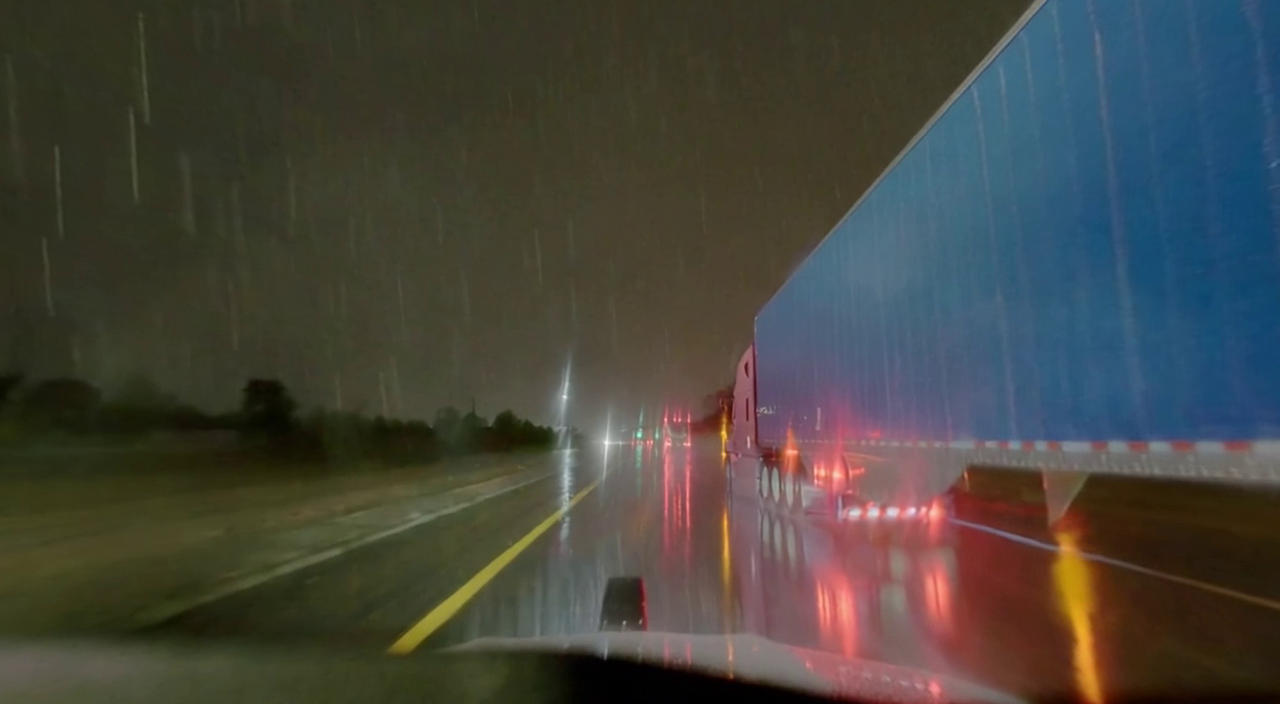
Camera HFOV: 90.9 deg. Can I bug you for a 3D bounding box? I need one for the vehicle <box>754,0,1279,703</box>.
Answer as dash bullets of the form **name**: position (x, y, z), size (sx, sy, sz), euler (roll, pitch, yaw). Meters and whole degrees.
- **vehicle**: position (4.067, 0.078, 5.388), size (2.976, 4.114, 16.788), euler (0, -8, 0)
